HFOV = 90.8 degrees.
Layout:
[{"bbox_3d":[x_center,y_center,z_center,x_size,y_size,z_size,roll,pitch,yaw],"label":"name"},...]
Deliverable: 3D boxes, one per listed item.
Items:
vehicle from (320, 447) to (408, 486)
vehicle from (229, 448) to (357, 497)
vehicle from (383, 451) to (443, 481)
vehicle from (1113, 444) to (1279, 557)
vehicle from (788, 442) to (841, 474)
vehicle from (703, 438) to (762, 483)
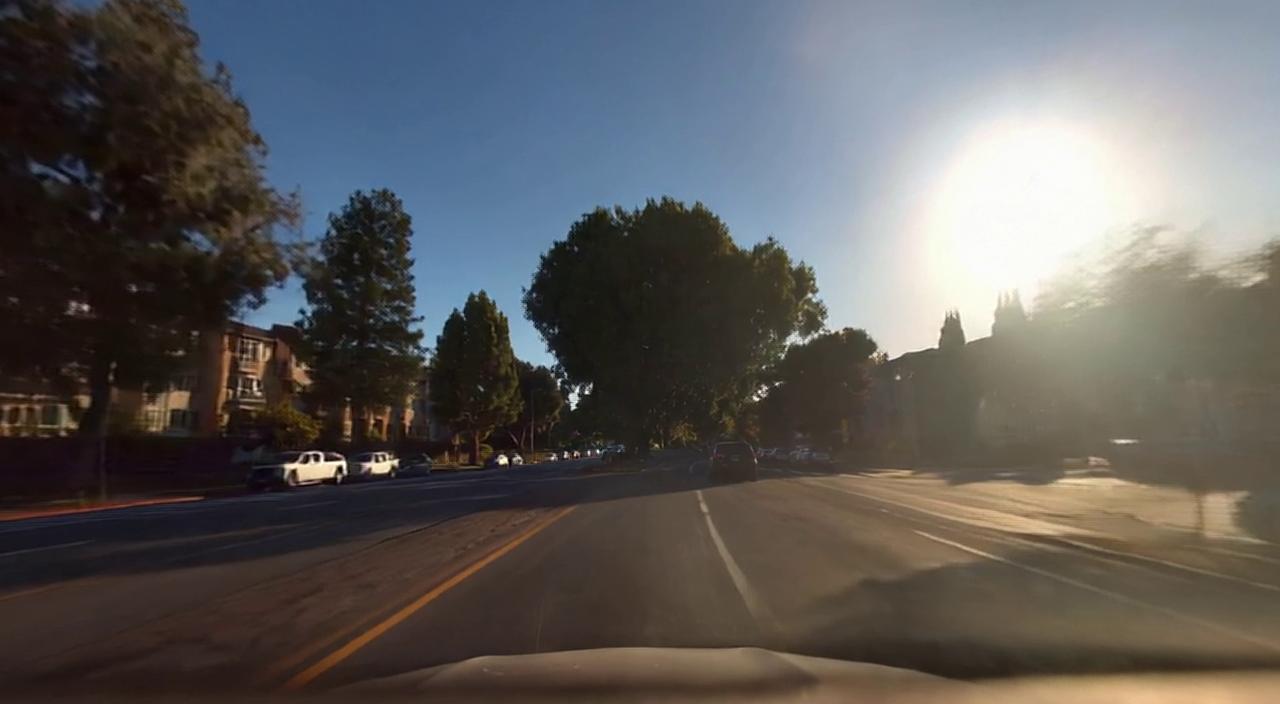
[{"bbox_3d":[-15.854,6.569,36.763,2.194,2.022,5.828,-1,-9,4],"label":"vehicle"},{"bbox_3d":[-16.210,5.635,30.064,2.239,1.926,6.159,-3,-8,5],"label":"vehicle"},{"bbox_3d":[-15.178,7.615,42.565,2.014,1.734,4.651,-2,-8,5],"label":"vehicle"},{"bbox_3d":[9.484,2.085,9.140,1.928,1.482,4.461,-1,-9,2],"label":"vehicle"},{"bbox_3d":[11.750,7.158,43.035,2.460,2.002,5.900,-1,-9,6],"label":"vehicle"},{"bbox_3d":[3.908,4.681,27.527,2.085,1.763,4.490,-1,-9,3],"label":"vehicle"}]
